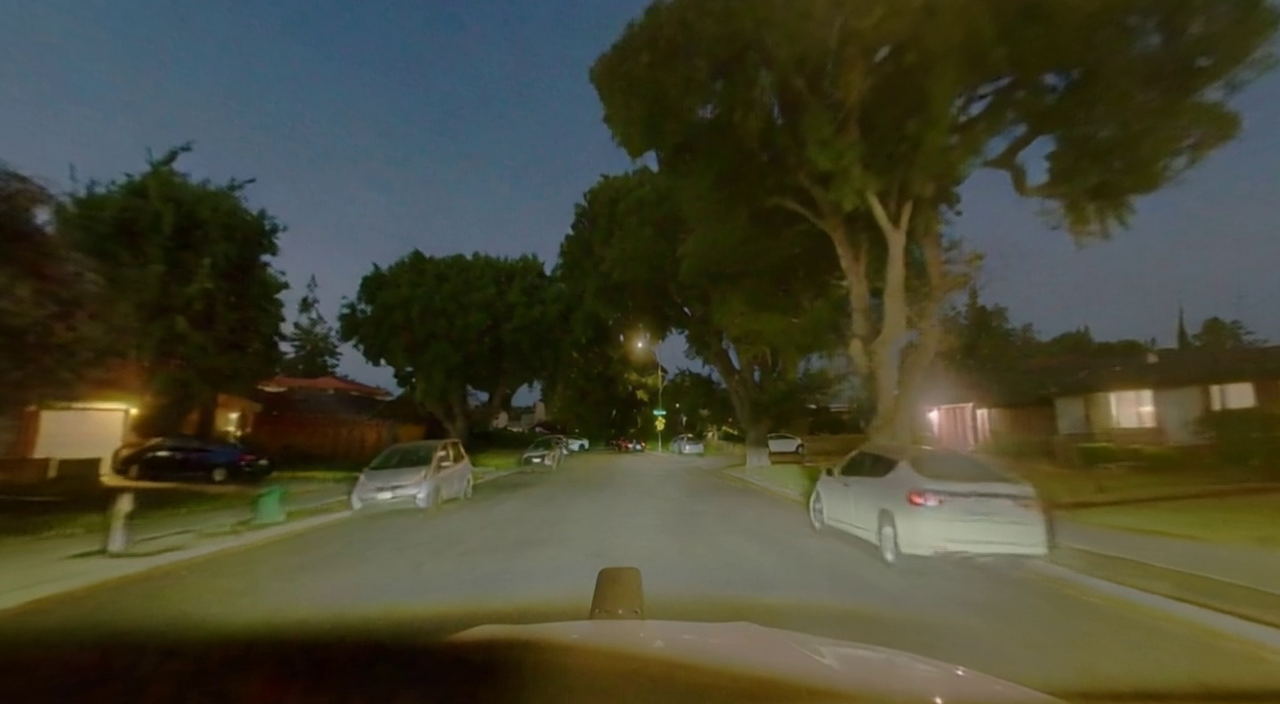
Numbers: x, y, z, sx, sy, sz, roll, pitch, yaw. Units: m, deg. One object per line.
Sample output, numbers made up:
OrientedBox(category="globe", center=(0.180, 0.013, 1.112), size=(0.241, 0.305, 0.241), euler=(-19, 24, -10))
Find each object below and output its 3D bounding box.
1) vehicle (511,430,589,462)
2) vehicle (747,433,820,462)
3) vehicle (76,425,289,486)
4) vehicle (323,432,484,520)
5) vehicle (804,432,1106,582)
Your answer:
OrientedBox(category="vehicle", center=(-6.602, 6.965, 46.975), size=(5.419, 2.292, 2.272), euler=(0, -7, 0))
OrientedBox(category="vehicle", center=(10.579, 7.084, 46.860), size=(4.919, 1.969, 2.104), euler=(1, -9, 2))
OrientedBox(category="vehicle", center=(-14.078, 3.200, 19.683), size=(5.088, 1.792, 1.966), euler=(0, -9, 1))
OrientedBox(category="vehicle", center=(-5.056, 2.701, 14.289), size=(1.887, 1.660, 4.312), euler=(0, -8, 1))
OrientedBox(category="vehicle", center=(3.705, 1.868, 8.423), size=(1.945, 1.495, 3.983), euler=(0, -8, 0))
